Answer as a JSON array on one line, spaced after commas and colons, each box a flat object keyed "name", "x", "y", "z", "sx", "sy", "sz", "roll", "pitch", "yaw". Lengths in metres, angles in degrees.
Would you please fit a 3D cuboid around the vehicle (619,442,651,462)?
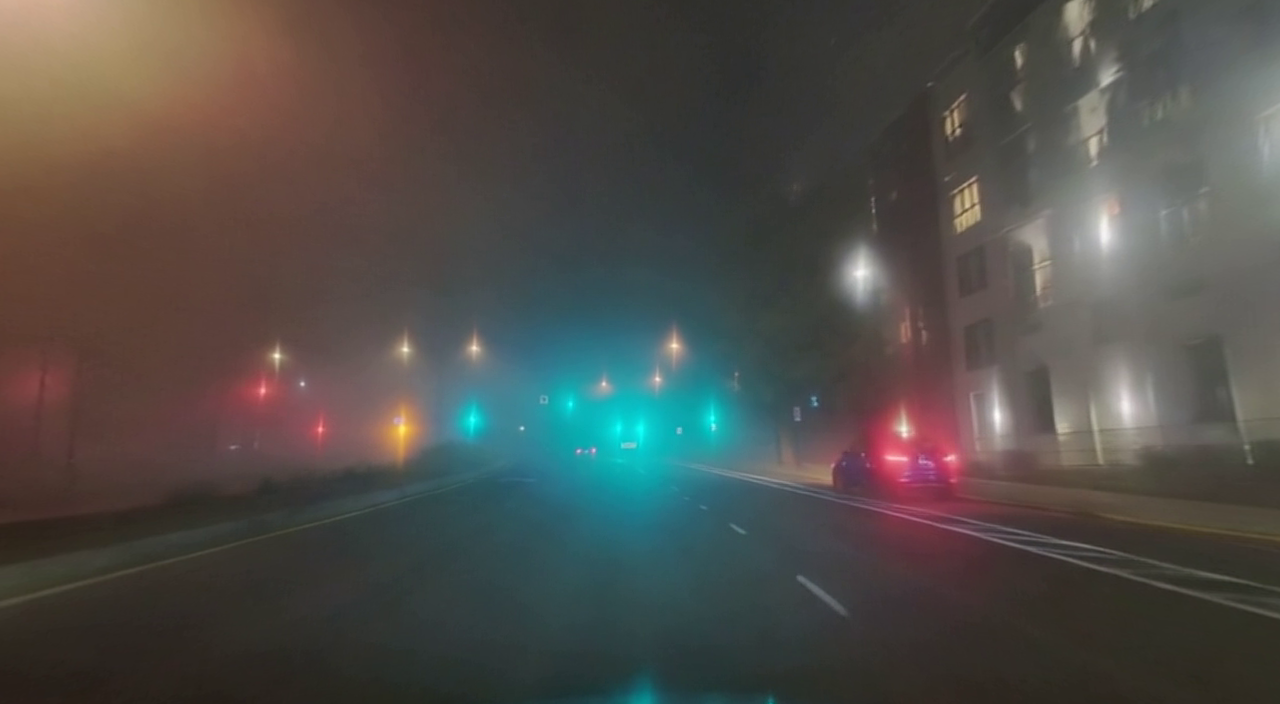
[{"name": "vehicle", "x": -0.412, "y": 7.758, "z": 49.110, "sx": 1.918, "sy": 1.479, "sz": 4.468, "roll": 1, "pitch": -8, "yaw": -8}]

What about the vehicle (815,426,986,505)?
[{"name": "vehicle", "x": 6.164, "y": 2.740, "z": 15.755, "sx": 2.042, "sy": 1.635, "sz": 4.858, "roll": 0, "pitch": -8, "yaw": -2}]
